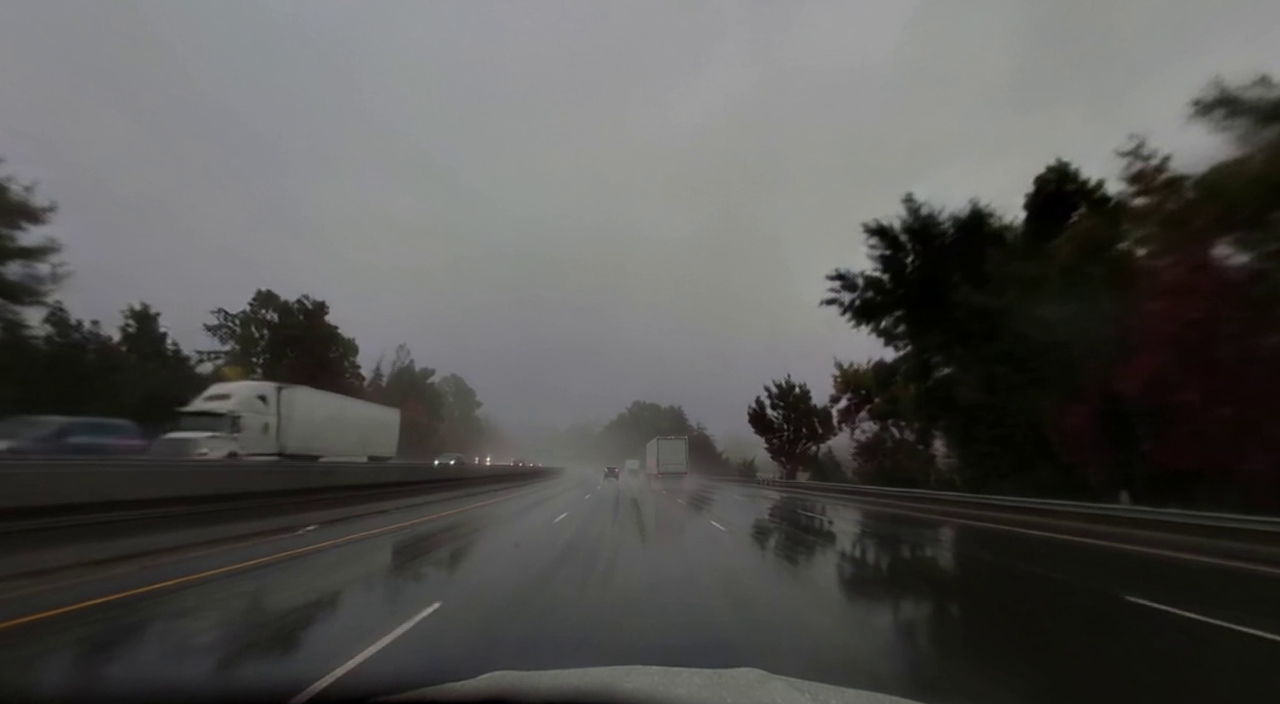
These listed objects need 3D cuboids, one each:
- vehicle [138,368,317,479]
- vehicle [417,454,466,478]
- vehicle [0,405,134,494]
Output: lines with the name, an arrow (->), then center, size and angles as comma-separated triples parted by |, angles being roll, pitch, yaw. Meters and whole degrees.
vehicle -> -16.071, 3.045, 25.236 | 2.940, 3.855, 5.835 | 1, -11, -1
vehicle -> -12.469, 7.209, 39.796 | 1.850, 1.440, 3.928 | 1, -11, -1
vehicle -> -11.728, 1.739, 11.188 | 1.949, 1.465, 4.211 | 1, -11, 0
